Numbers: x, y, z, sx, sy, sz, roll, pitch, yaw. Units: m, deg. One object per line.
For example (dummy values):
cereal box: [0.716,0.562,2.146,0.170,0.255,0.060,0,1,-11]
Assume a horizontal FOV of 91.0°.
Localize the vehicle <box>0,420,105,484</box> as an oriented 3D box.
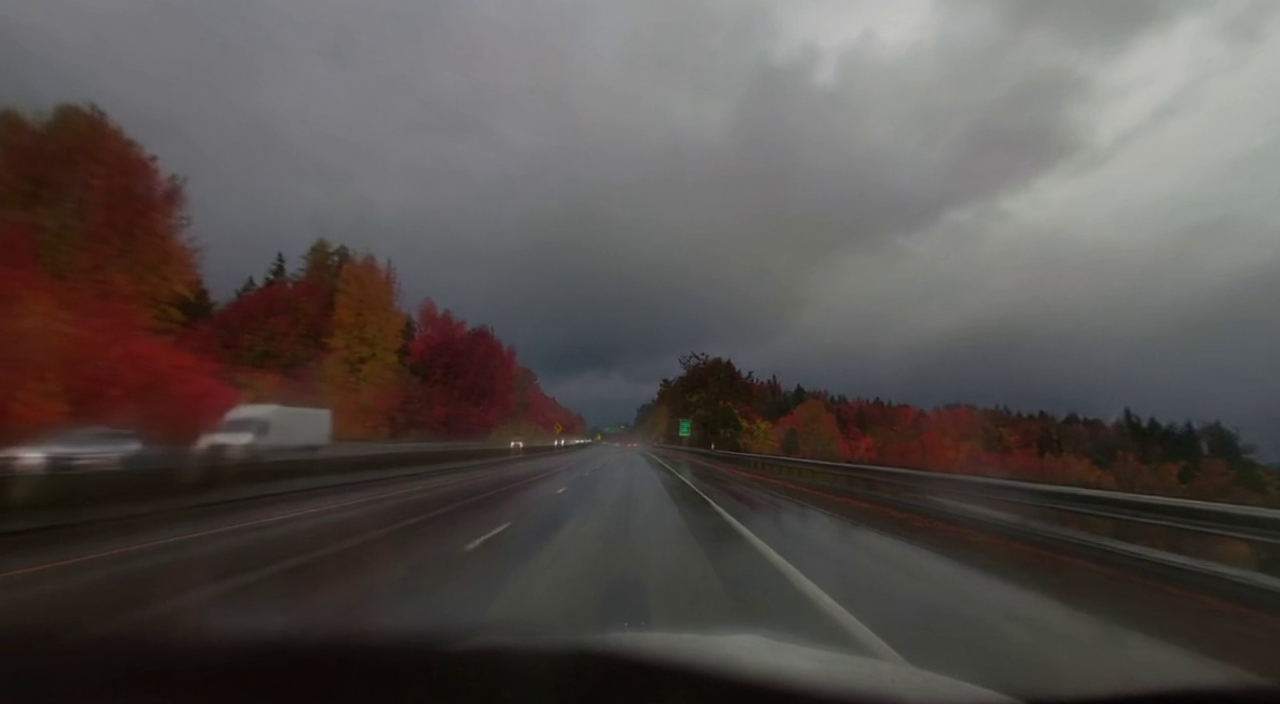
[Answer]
vehicle: [-16.507,2.555,16.200,1.861,1.541,4.039,0,-8,0]
